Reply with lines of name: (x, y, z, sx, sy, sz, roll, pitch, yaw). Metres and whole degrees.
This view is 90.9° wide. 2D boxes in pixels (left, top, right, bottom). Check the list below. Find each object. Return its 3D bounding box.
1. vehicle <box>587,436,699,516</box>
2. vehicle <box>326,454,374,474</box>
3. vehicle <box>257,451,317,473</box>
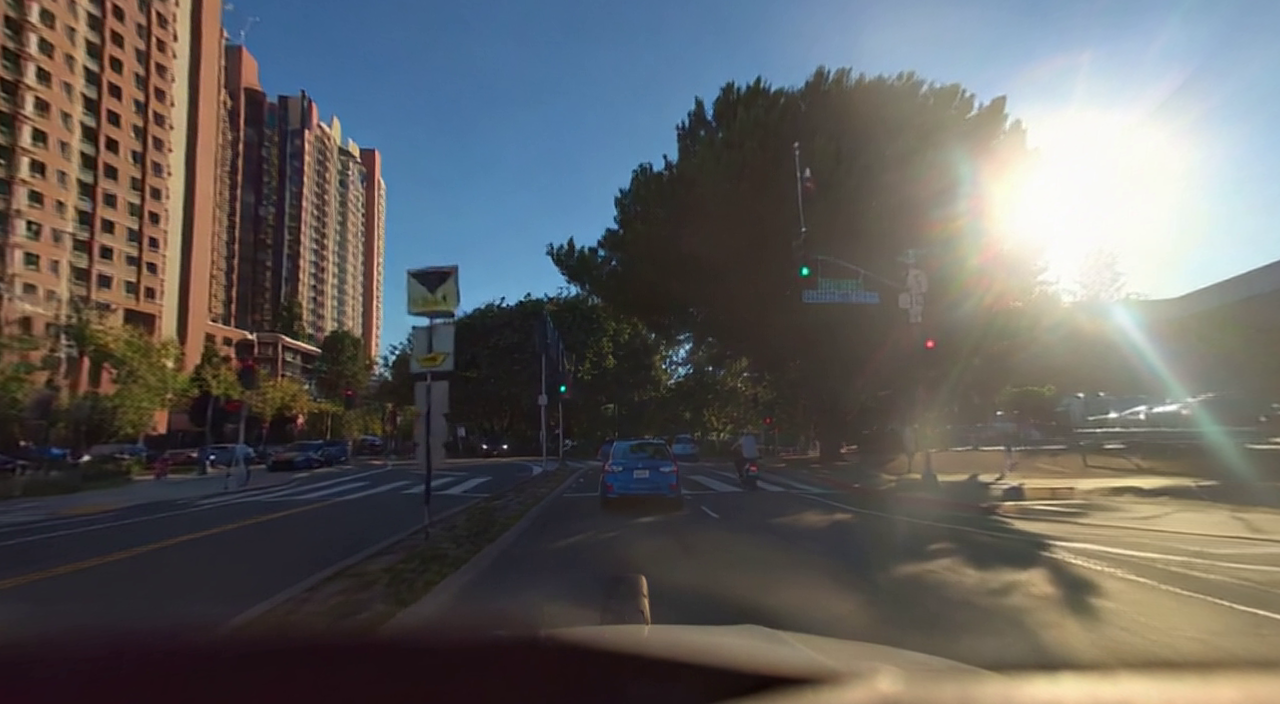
vehicle: (0.011, 2.649, 13.971, 2.118, 1.480, 3.949, 0, -8, -1)
vehicle: (-19.556, 7.536, 42.532, 1.259, 1.181, 2.744, -4, -9, 25)
vehicle: (-21.694, 6.769, 38.817, 1.433, 1.269, 2.779, -6, -10, 31)
